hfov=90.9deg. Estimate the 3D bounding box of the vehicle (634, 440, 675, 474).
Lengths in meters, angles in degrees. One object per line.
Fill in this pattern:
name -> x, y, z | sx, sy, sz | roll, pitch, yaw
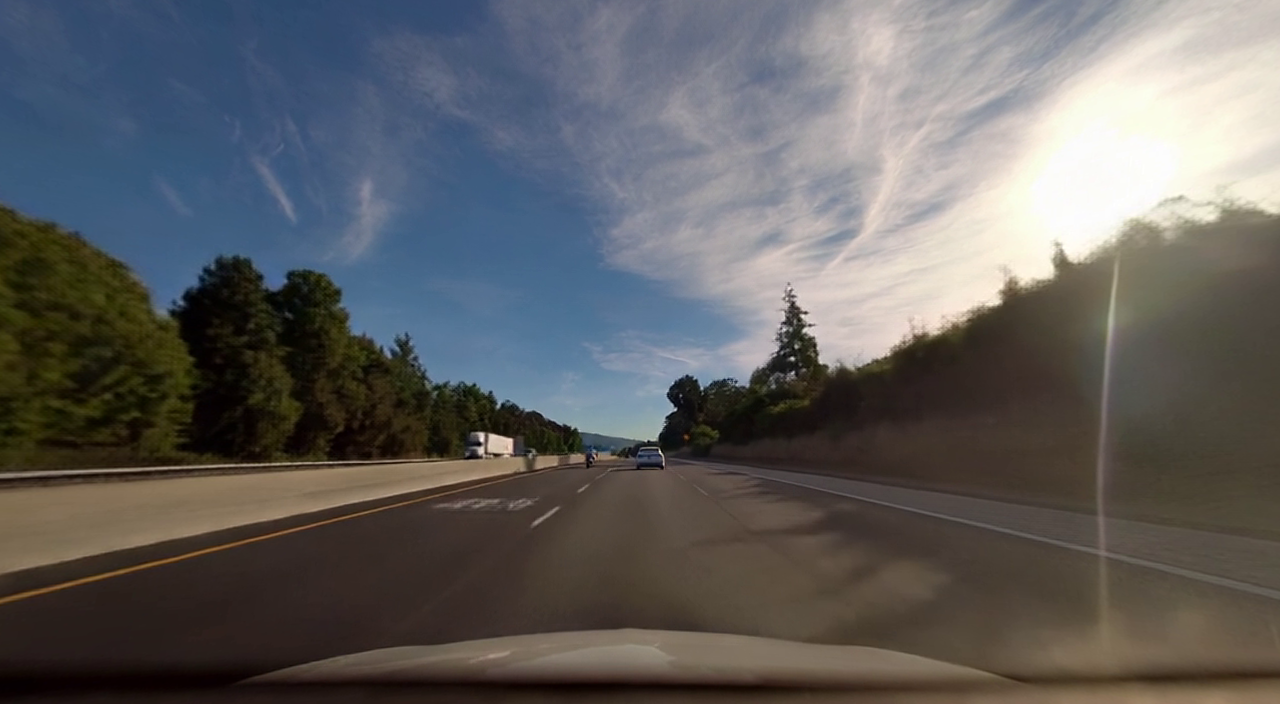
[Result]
vehicle -> 0.802, 6.083, 36.572 | 2.247, 1.825, 4.036 | -1, -9, 1
